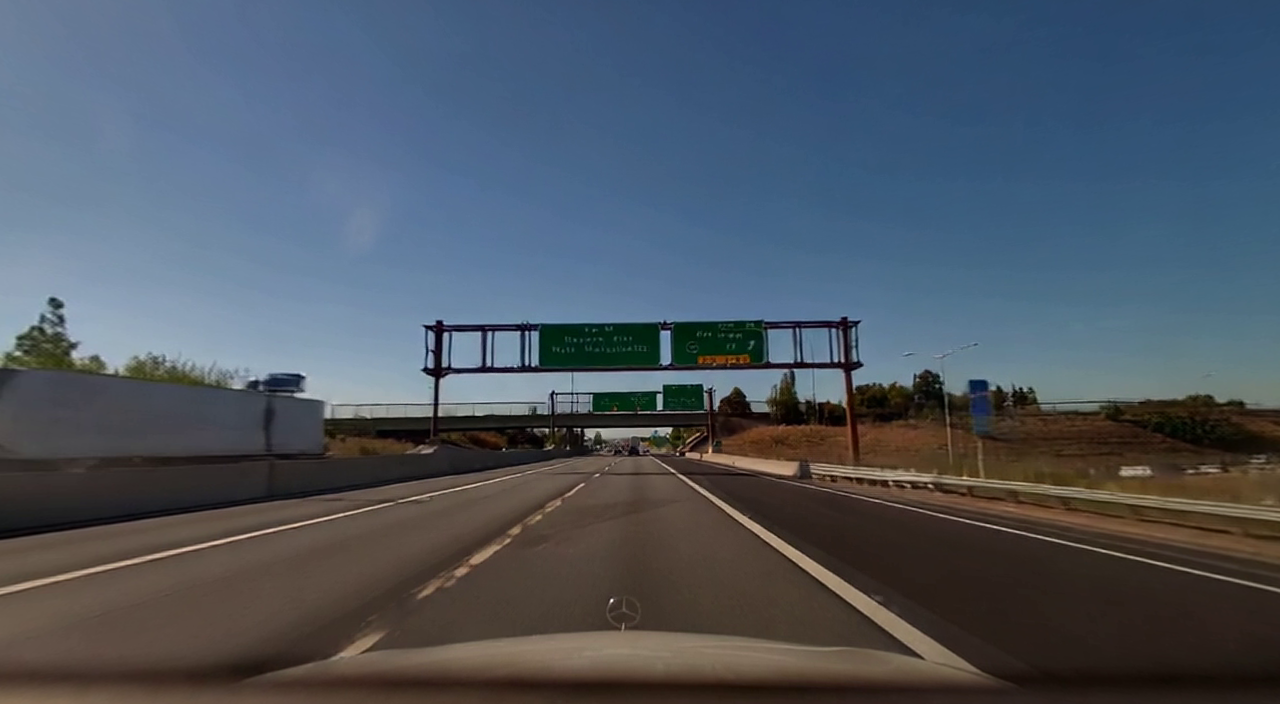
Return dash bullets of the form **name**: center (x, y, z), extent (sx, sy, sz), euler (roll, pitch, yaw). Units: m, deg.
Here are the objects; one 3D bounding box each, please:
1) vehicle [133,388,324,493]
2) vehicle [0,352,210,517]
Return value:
- **vehicle**: center (-17.274, 3.872, 27.398), extent (2.824, 3.867, 7.952), euler (0, -9, 0)
- **vehicle**: center (-17.185, 2.384, 17.756), extent (3.044, 3.972, 10.003), euler (0, -9, -1)
